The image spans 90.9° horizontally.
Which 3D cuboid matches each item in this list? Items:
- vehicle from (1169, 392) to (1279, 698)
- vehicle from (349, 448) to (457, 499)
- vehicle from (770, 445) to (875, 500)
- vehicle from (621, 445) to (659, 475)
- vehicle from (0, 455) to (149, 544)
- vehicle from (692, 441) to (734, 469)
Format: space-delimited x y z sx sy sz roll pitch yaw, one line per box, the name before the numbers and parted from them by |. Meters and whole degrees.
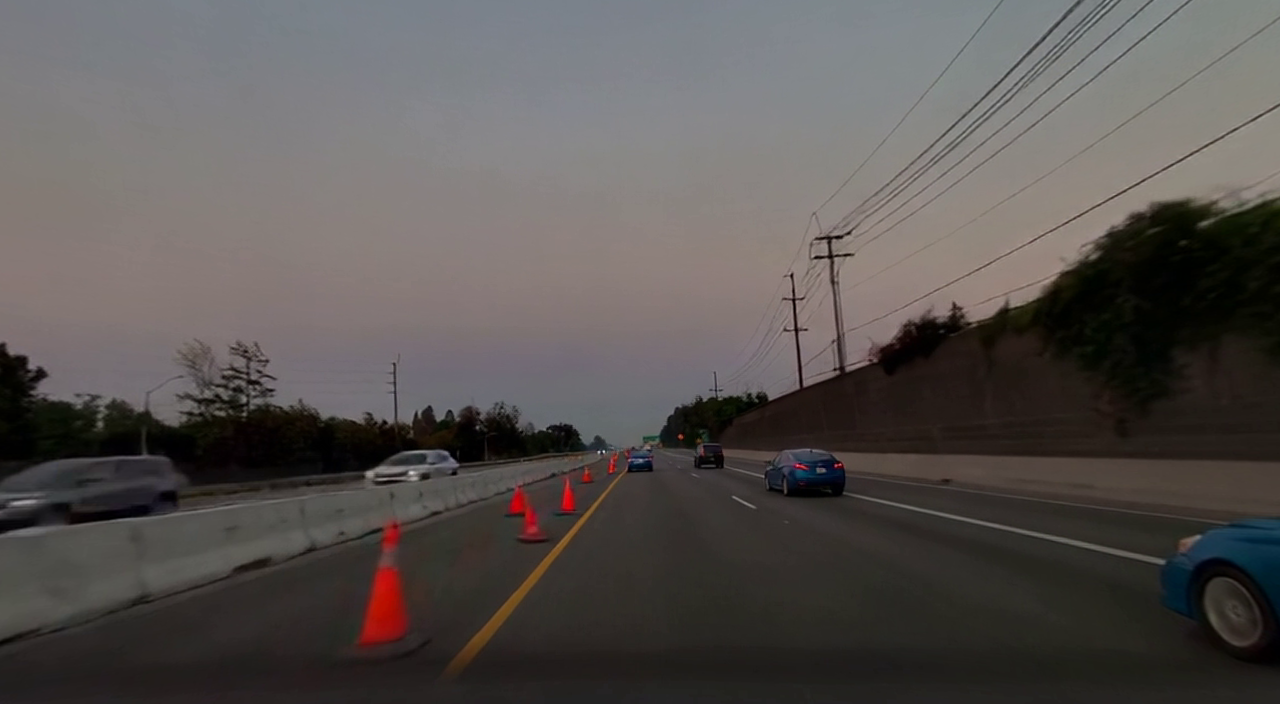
vehicle | 4.287 0.752 1.584 1.997 1.568 4.529 0 -8 1
vehicle | -8.136 4.172 22.188 1.856 1.539 4.679 -1 -8 2
vehicle | 5.227 3.481 18.634 1.881 1.409 4.016 0 -8 0
vehicle | 0.008 6.179 36.386 2.096 1.583 4.150 0 -8 0
vehicle | -12.158 2.779 12.061 2.129 1.471 4.192 -2 -8 1
vehicle | 5.381 7.723 47.463 2.559 1.943 5.610 0 -8 1
